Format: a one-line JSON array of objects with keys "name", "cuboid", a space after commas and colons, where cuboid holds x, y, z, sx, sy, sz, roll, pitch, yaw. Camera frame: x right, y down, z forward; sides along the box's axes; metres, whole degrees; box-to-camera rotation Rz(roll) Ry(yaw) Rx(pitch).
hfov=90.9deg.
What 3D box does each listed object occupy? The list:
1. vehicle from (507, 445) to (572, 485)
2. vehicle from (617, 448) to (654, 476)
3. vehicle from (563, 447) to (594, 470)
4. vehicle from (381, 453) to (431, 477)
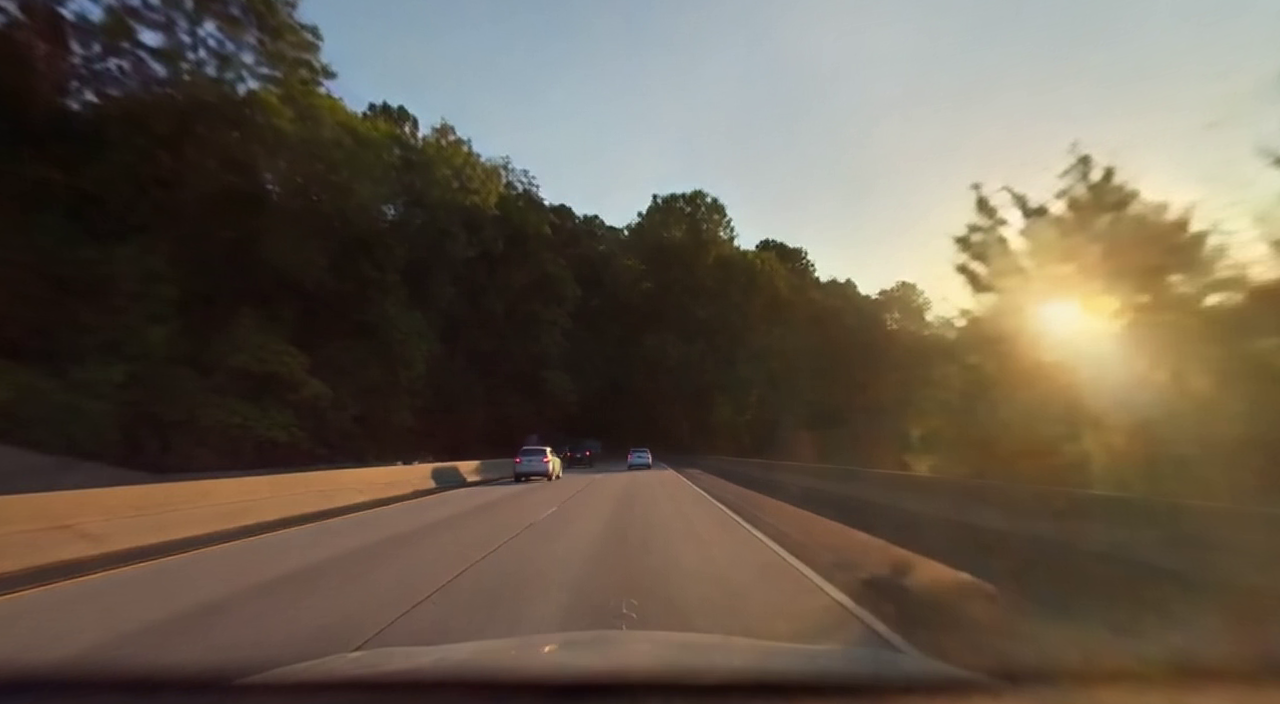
[{"name": "vehicle", "cuboid": [-4.099, 4.688, 26.323, 1.978, 1.538, 3.755, 0, -9, 1]}, {"name": "vehicle", "cuboid": [-0.241, 6.163, 35.474, 2.001, 1.490, 3.914, 0, -9, 0]}, {"name": "vehicle", "cuboid": [-4.493, 7.846, 46.467, 1.834, 1.615, 3.624, 0, -9, 1]}, {"name": "vehicle", "cuboid": [-16.065, 7.742, 43.522, 1.705, 1.552, 4.338, 0, -9, 1]}]
